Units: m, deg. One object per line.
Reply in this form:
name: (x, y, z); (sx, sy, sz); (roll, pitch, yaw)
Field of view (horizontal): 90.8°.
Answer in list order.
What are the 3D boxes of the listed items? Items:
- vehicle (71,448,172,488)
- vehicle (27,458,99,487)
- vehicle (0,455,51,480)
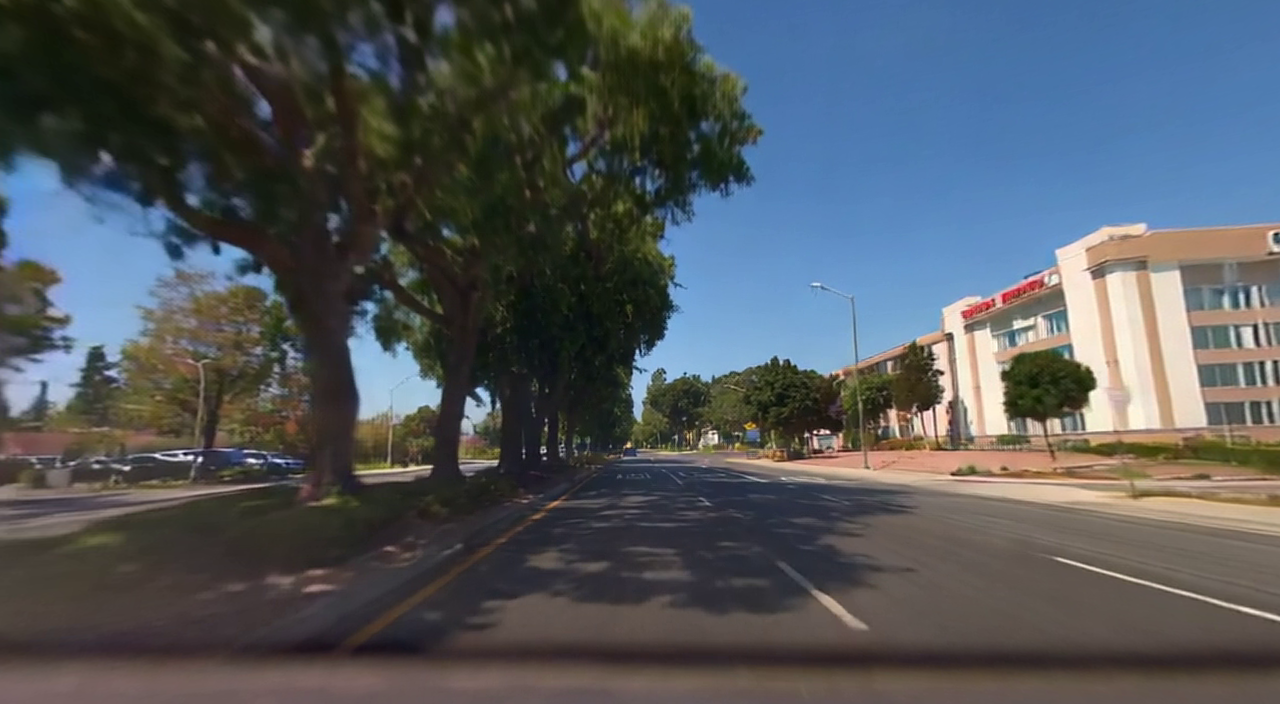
vehicle: (-28.381, 6.315, 34.844); (2.124, 2.004, 5.473); (2, -9, -15)
vehicle: (-33.846, 7.059, 37.185); (2.020, 1.489, 3.997); (4, -10, -26)
vehicle: (-46.633, 8.494, 46.254); (4.813, 1.685, 2.076); (-2, -10, -3)
